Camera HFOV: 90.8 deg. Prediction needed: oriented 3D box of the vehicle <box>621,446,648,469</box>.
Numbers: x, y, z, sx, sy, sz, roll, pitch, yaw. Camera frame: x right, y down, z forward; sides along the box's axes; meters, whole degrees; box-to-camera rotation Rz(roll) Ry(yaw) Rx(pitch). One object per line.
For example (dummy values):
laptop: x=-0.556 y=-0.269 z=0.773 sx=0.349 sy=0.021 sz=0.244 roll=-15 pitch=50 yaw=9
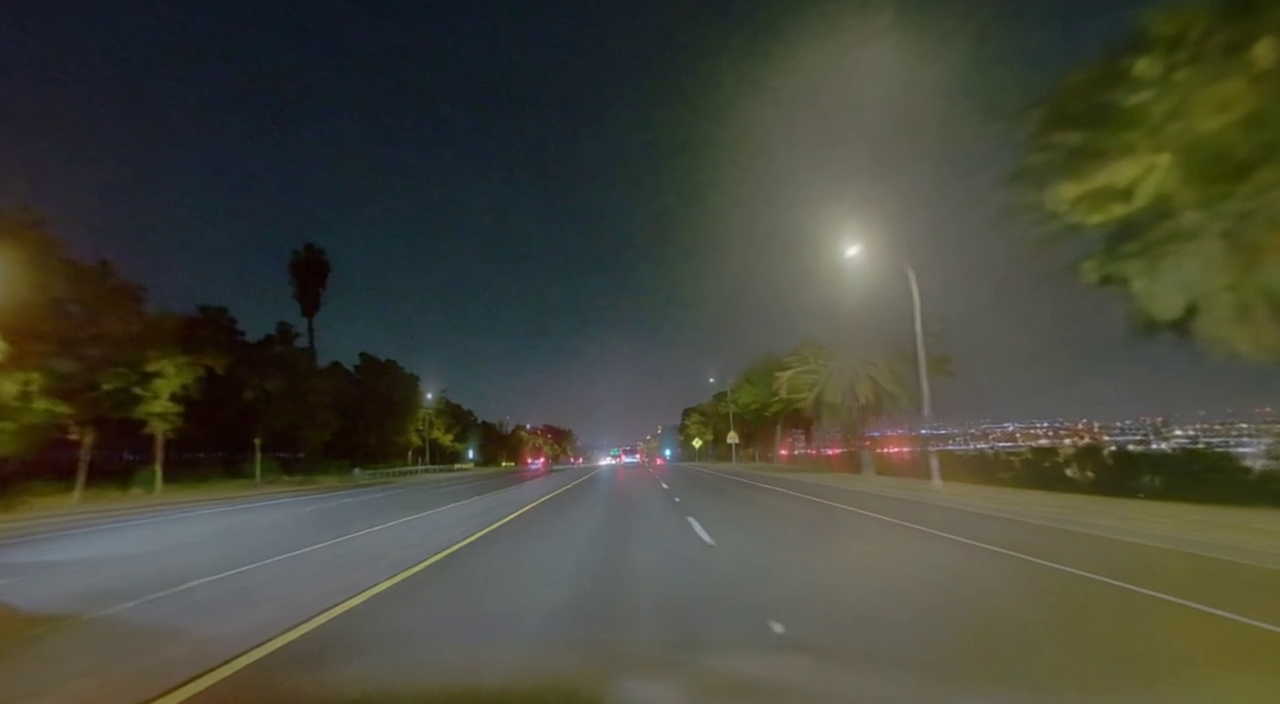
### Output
vehicle: x=-0.475 y=8.138 z=48.944 sx=2.001 sy=1.688 sz=4.128 roll=0 pitch=-8 yaw=-2
